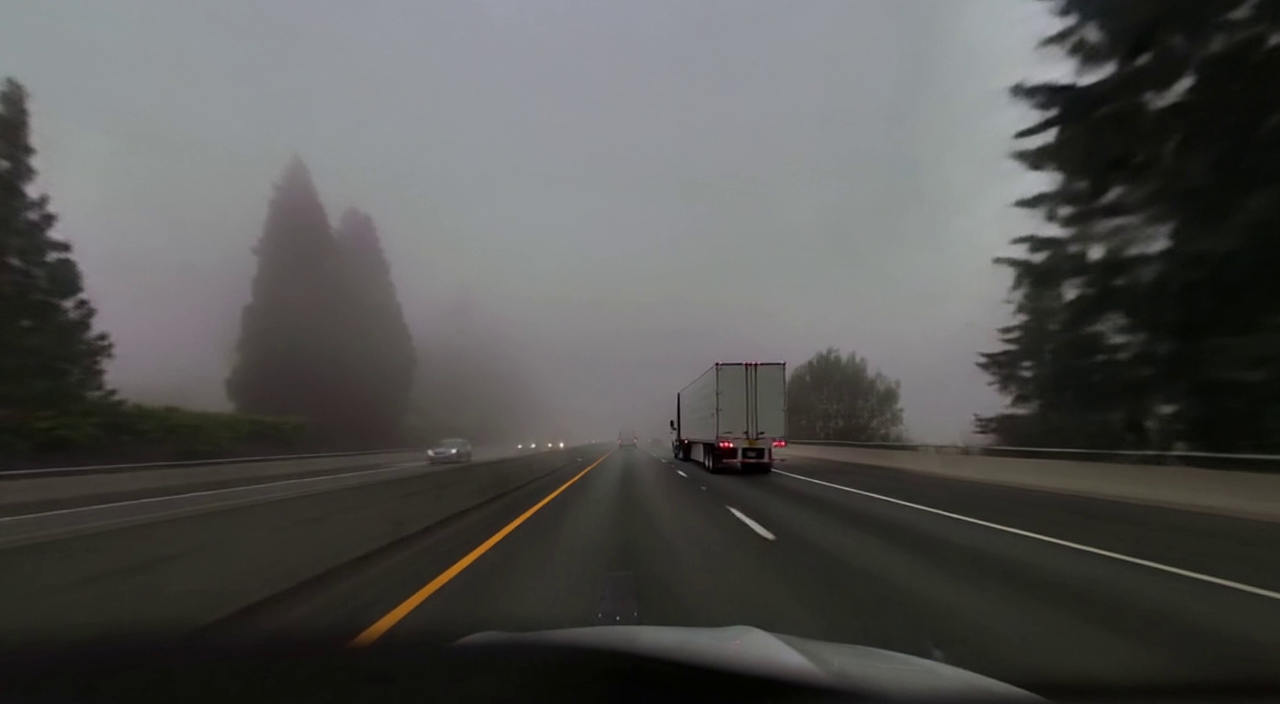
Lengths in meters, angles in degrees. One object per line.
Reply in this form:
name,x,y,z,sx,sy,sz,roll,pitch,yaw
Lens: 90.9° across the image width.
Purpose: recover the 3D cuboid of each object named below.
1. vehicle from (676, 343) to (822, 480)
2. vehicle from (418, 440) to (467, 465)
vehicle,3.557,2.649,25.267,3.038,3.975,13.887,0,-8,-1
vehicle,-13.176,6.712,42.336,1.929,1.605,4.299,0,-8,0
